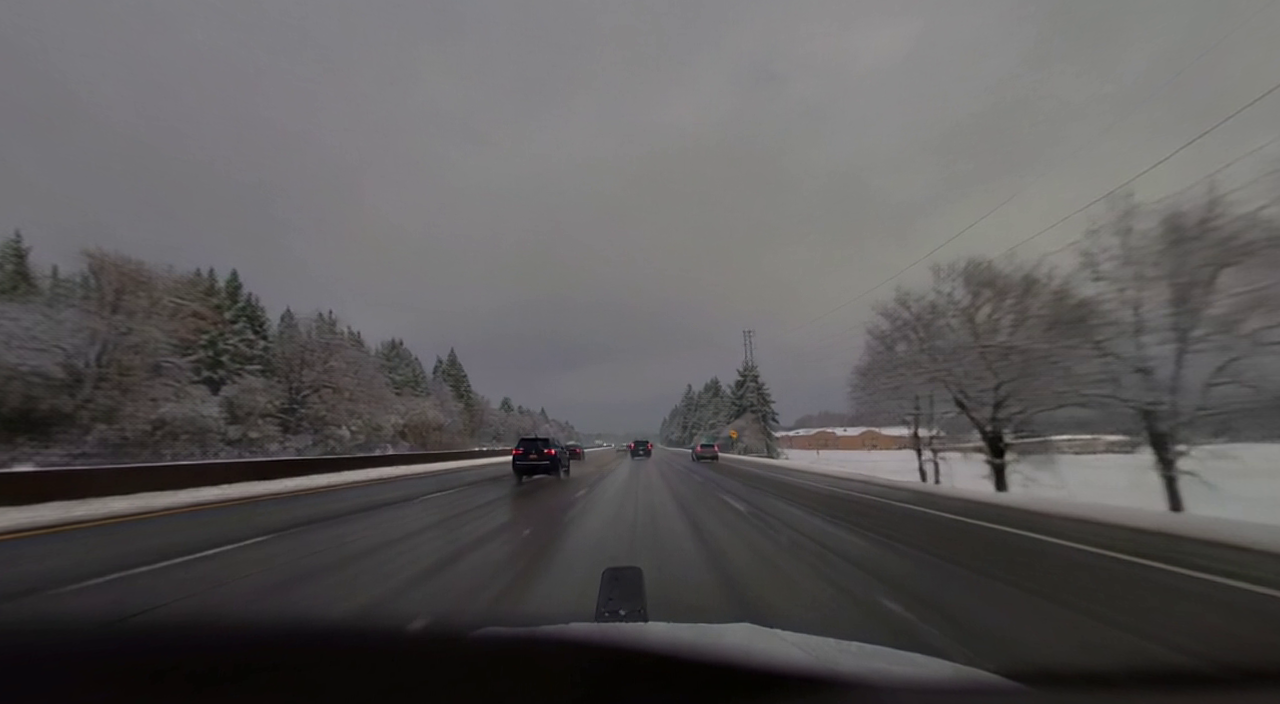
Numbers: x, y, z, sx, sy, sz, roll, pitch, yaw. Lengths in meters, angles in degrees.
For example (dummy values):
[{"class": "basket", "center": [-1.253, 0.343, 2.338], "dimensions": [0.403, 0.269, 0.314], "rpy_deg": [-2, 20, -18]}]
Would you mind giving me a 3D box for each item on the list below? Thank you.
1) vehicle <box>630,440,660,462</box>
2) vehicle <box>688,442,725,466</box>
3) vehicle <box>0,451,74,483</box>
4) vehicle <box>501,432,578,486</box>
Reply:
[{"class": "vehicle", "center": [0.384, 7.622, 48.595], "dimensions": [2.156, 1.647, 3.987], "rpy_deg": [0, -8, 1]}, {"class": "vehicle", "center": [4.316, 6.683, 41.553], "dimensions": [1.964, 1.479, 4.252], "rpy_deg": [0, -8, -1]}, {"class": "vehicle", "center": [-32.844, 6.008, 33.207], "dimensions": [1.834, 1.535, 4.572], "rpy_deg": [0, -8, 0]}, {"class": "vehicle", "center": [-3.388, 3.702, 22.090], "dimensions": [1.961, 1.704, 4.052], "rpy_deg": [0, -8, 1]}]
